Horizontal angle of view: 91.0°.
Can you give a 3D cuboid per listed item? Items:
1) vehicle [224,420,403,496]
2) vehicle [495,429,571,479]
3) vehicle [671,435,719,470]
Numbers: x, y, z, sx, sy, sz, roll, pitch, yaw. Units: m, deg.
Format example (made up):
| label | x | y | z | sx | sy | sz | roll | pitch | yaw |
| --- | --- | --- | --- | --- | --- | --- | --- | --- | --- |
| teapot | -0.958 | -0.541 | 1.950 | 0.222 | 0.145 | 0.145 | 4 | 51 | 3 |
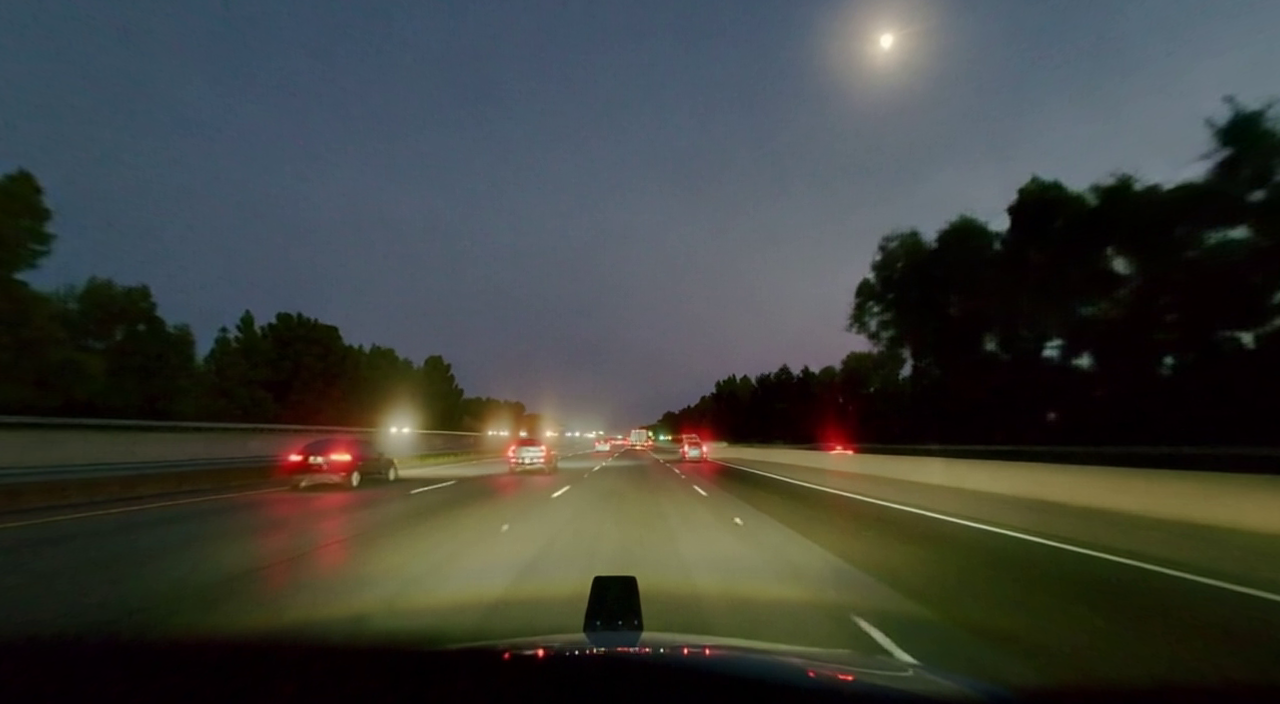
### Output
| label | x | y | z | sx | sy | sz | roll | pitch | yaw |
| --- | --- | --- | --- | --- | --- | --- | --- | --- | --- |
| vehicle | -8.341 | 2.774 | 16.753 | 2.237 | 1.703 | 4.681 | 0 | -9 | 0 |
| vehicle | -3.808 | 3.735 | 23.235 | 2.002 | 1.680 | 4.301 | 0 | -9 | 1 |
| vehicle | 2.811 | 5.281 | 33.203 | 2.053 | 1.698 | 4.097 | 0 | -9 | -2 |
